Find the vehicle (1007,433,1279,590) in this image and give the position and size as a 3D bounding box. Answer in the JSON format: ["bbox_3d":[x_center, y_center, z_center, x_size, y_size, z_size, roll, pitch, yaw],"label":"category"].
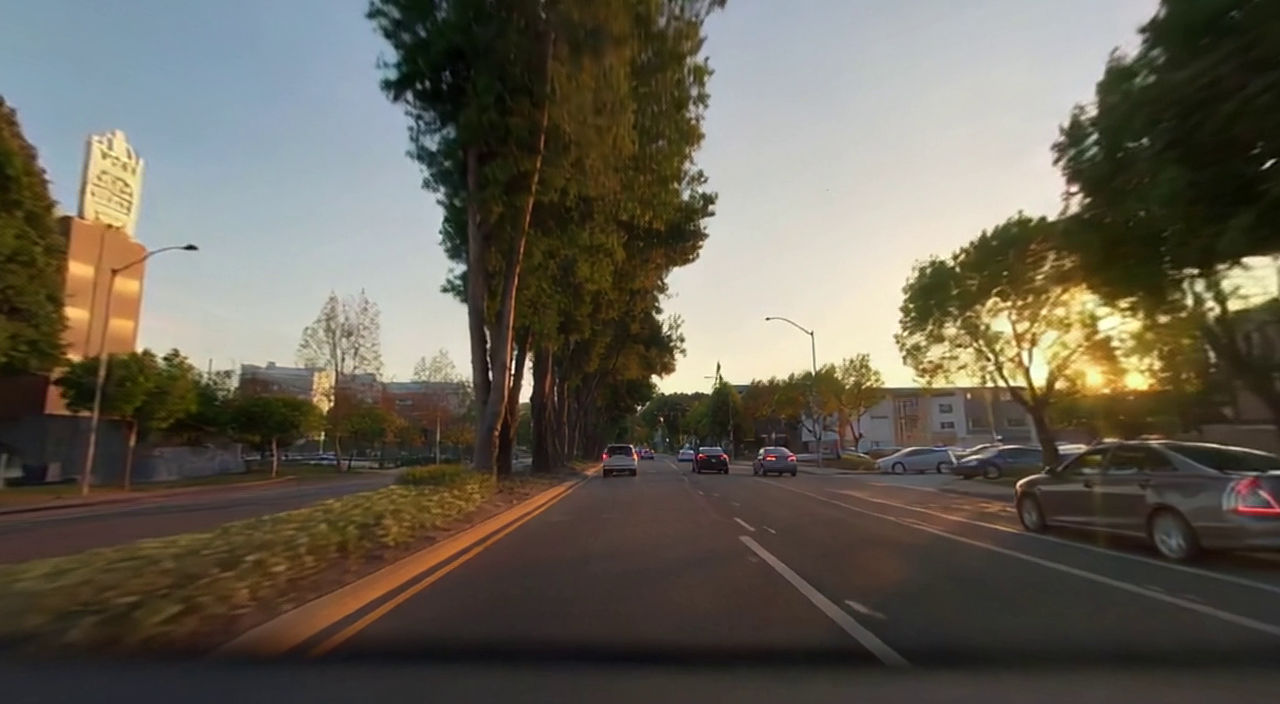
[{"bbox_3d":[7.119,1.849,8.160,1.888,1.508,4.646,0,-8,-1],"label":"vehicle"}]

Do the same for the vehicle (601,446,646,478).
[{"bbox_3d":[-0.777,5.371,31.216,2.077,1.477,3.897,0,-8,0],"label":"vehicle"}]

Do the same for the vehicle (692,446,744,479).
[{"bbox_3d":[3.698,5.320,30.736,2.020,1.472,3.958,0,-8,0],"label":"vehicle"}]

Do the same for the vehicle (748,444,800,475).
[{"bbox_3d":[7.637,6.141,36.367,1.945,1.687,4.292,0,-8,-1],"label":"vehicle"}]

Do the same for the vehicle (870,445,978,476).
[{"bbox_3d":[14.252,5.456,31.957,4.541,1.487,1.886,-1,-9,4],"label":"vehicle"}]
